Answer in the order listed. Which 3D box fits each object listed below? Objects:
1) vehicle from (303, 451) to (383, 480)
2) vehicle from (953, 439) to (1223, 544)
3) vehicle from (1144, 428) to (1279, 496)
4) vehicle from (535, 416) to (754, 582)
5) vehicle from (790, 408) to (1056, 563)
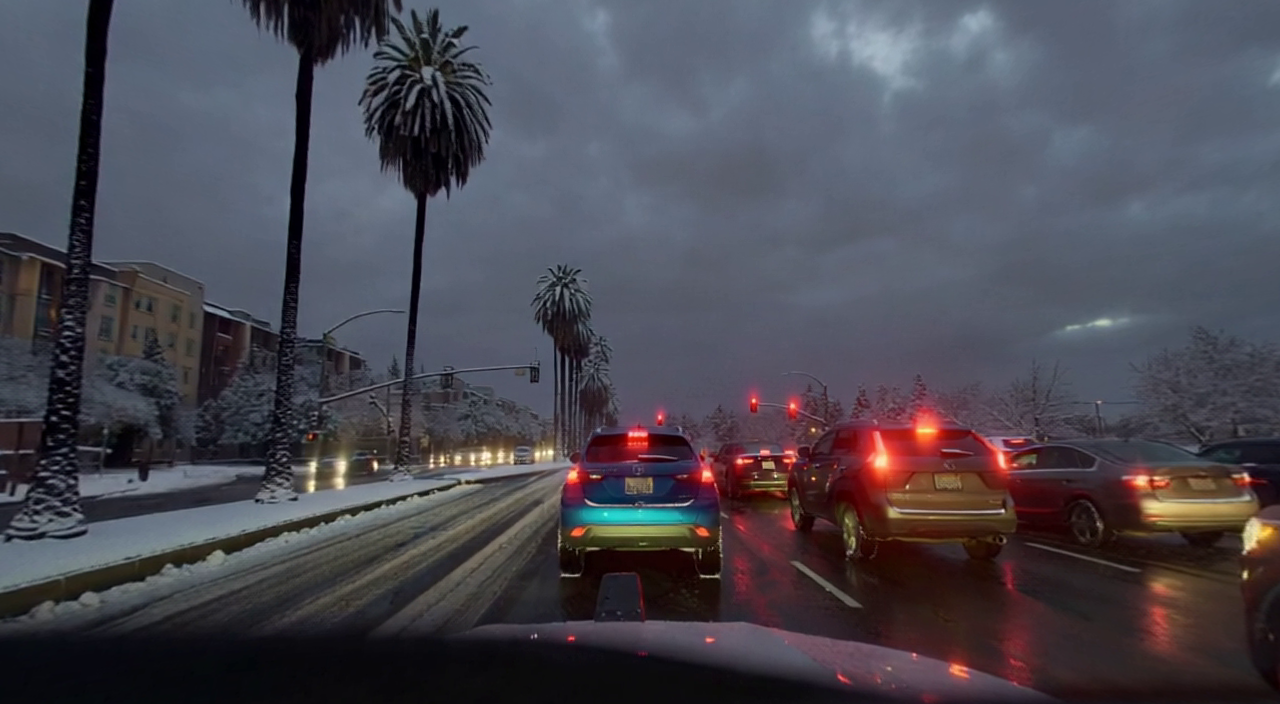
[{"bbox_3d":[-16.154,6.168,34.659,2.021,1.464,4.505,0,-9,2],"label":"vehicle"},{"bbox_3d":[7.381,2.291,11.043,1.832,1.477,3.981,0,-9,1],"label":"vehicle"},{"bbox_3d":[18.073,3.196,18.472,4.786,1.848,2.107,0,-9,-1],"label":"vehicle"},{"bbox_3d":[0.035,1.709,8.109,2.083,1.572,4.021,0,-9,0],"label":"vehicle"},{"bbox_3d":[3.679,1.813,9.239,1.947,1.725,4.159,0,-9,0],"label":"vehicle"}]
